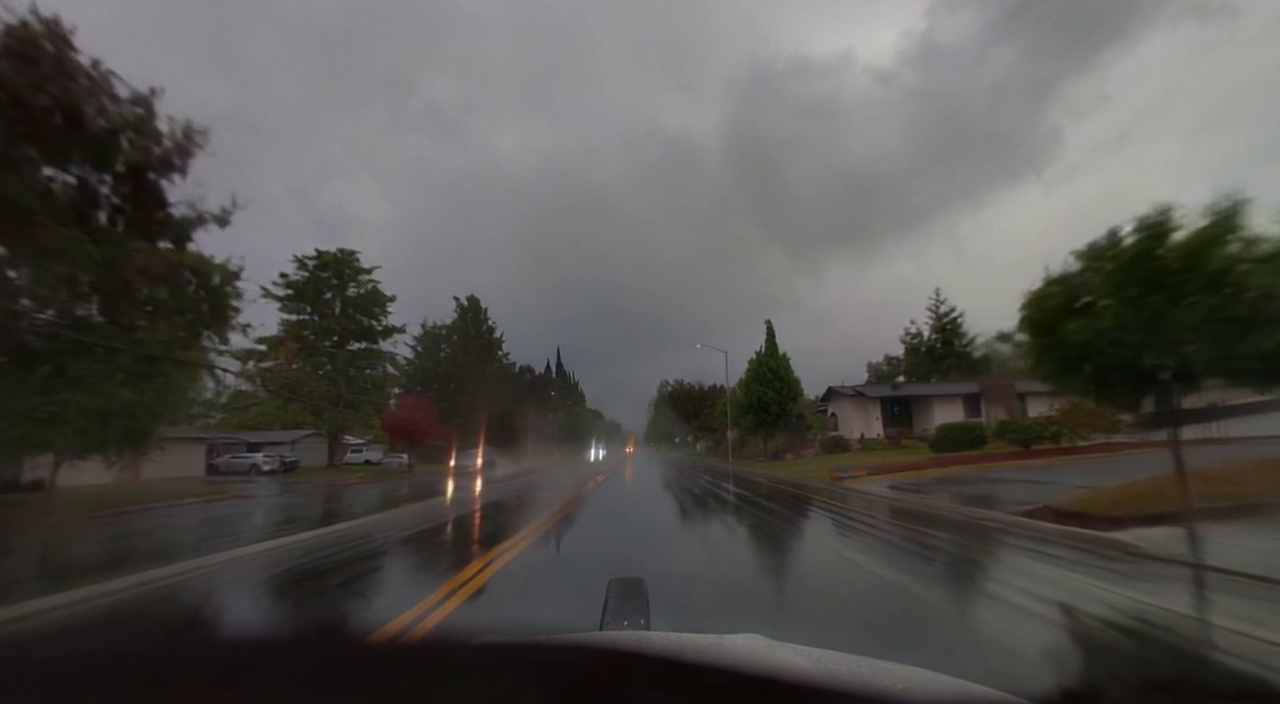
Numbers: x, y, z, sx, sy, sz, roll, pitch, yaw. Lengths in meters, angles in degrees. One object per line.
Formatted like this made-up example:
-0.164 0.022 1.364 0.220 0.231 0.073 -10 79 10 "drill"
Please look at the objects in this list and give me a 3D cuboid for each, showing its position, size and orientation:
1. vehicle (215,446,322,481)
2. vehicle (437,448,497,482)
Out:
-24.185 7.231 41.165 5.636 1.965 2.262 -2 -7 1 "vehicle"
-9.462 6.206 34.886 2.009 1.709 4.664 -1 -9 0 "vehicle"
